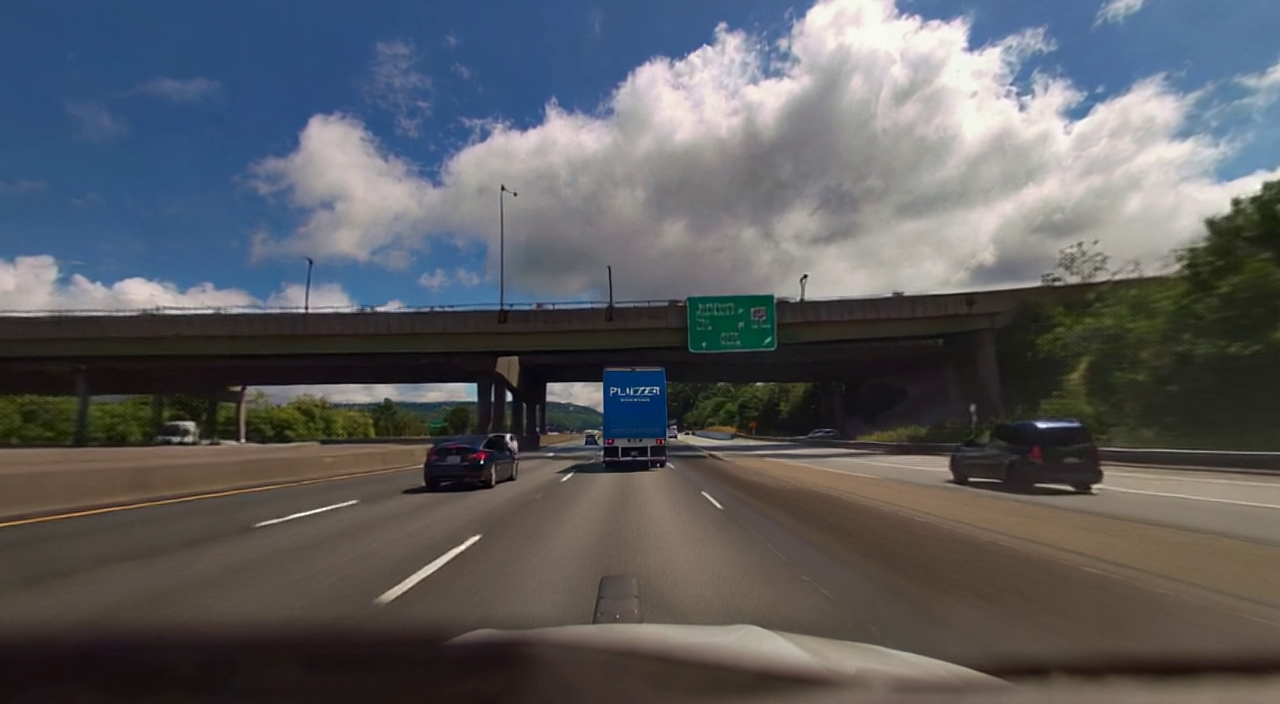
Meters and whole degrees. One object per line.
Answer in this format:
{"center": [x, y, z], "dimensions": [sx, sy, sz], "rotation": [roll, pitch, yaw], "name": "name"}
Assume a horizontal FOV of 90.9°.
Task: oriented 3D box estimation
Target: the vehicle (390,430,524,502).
{"center": [-4.109, 2.601, 14.947], "dimensions": [1.943, 1.446, 4.158], "rotation": [0, -8, 0], "name": "vehicle"}

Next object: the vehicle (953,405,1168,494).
{"center": [9.938, 2.350, 15.471], "dimensions": [2.052, 1.841, 4.481], "rotation": [0, -8, -2], "name": "vehicle"}

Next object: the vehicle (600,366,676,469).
{"center": [-0.247, 3.321, 30.309], "dimensions": [2.926, 3.959, 11.818], "rotation": [0, -8, -2], "name": "vehicle"}
